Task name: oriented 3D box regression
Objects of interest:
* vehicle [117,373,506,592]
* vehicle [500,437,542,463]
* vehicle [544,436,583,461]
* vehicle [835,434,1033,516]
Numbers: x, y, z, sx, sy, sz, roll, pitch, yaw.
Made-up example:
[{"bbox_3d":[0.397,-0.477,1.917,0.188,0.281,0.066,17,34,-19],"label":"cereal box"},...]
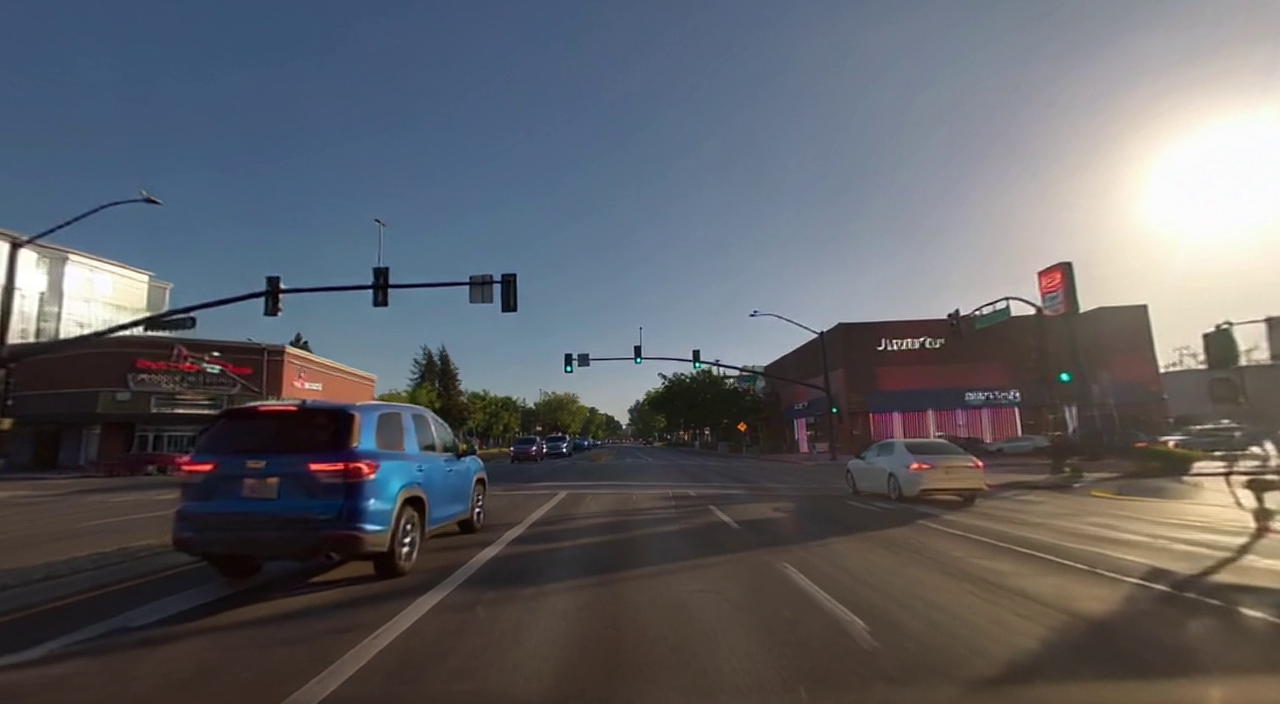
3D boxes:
[{"bbox_3d":[-3.364,1.494,8.040,2.313,1.883,5.016,0,-8,-1],"label":"vehicle"},{"bbox_3d":[-8.695,7.193,46.663,2.273,1.791,4.809,0,-8,-1],"label":"vehicle"},{"bbox_3d":[-5.749,7.306,47.994,2.384,1.787,5.038,0,-8,-1],"label":"vehicle"},{"bbox_3d":[6.086,2.590,13.897,1.972,1.476,4.775,0,-8,-1],"label":"vehicle"}]
